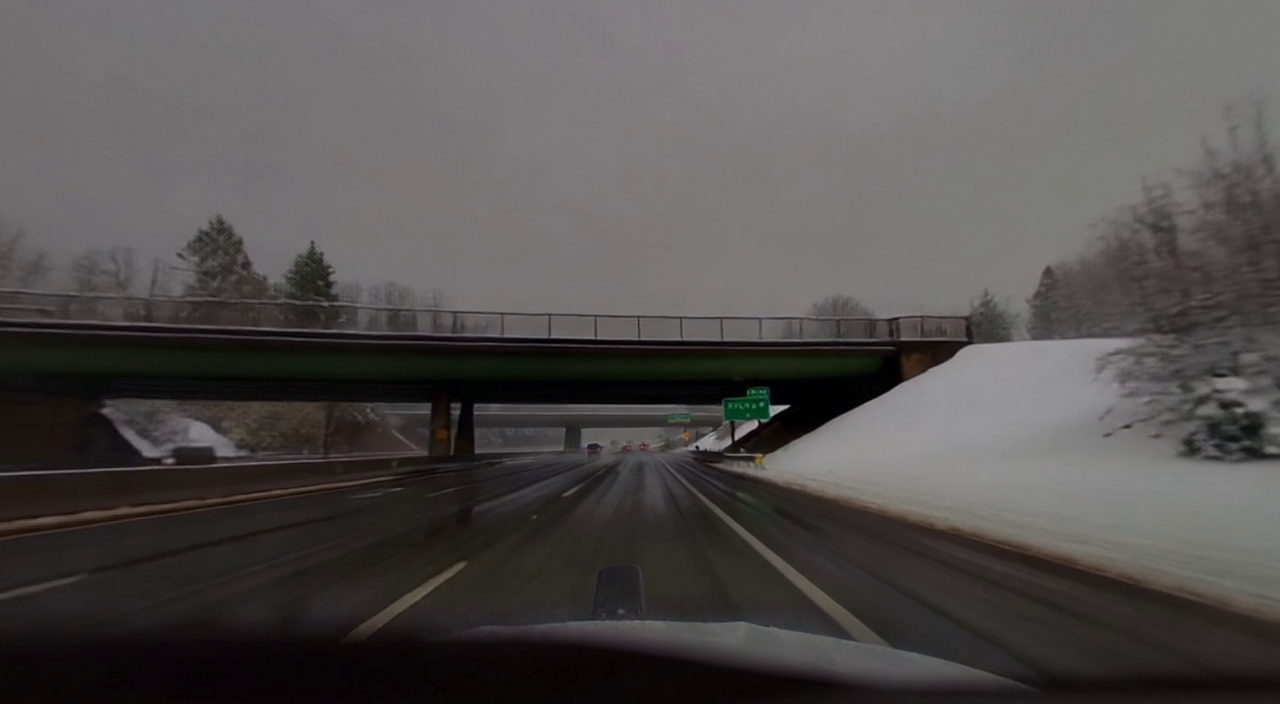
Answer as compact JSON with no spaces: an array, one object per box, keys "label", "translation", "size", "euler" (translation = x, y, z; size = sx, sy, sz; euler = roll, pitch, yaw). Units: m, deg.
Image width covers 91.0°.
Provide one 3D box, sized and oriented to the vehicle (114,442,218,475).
[{"label":"vehicle","translation":[-31.912,7.189,42.704],"size":[2.228,2.038,6.039],"euler":[0,-9,1]}]
